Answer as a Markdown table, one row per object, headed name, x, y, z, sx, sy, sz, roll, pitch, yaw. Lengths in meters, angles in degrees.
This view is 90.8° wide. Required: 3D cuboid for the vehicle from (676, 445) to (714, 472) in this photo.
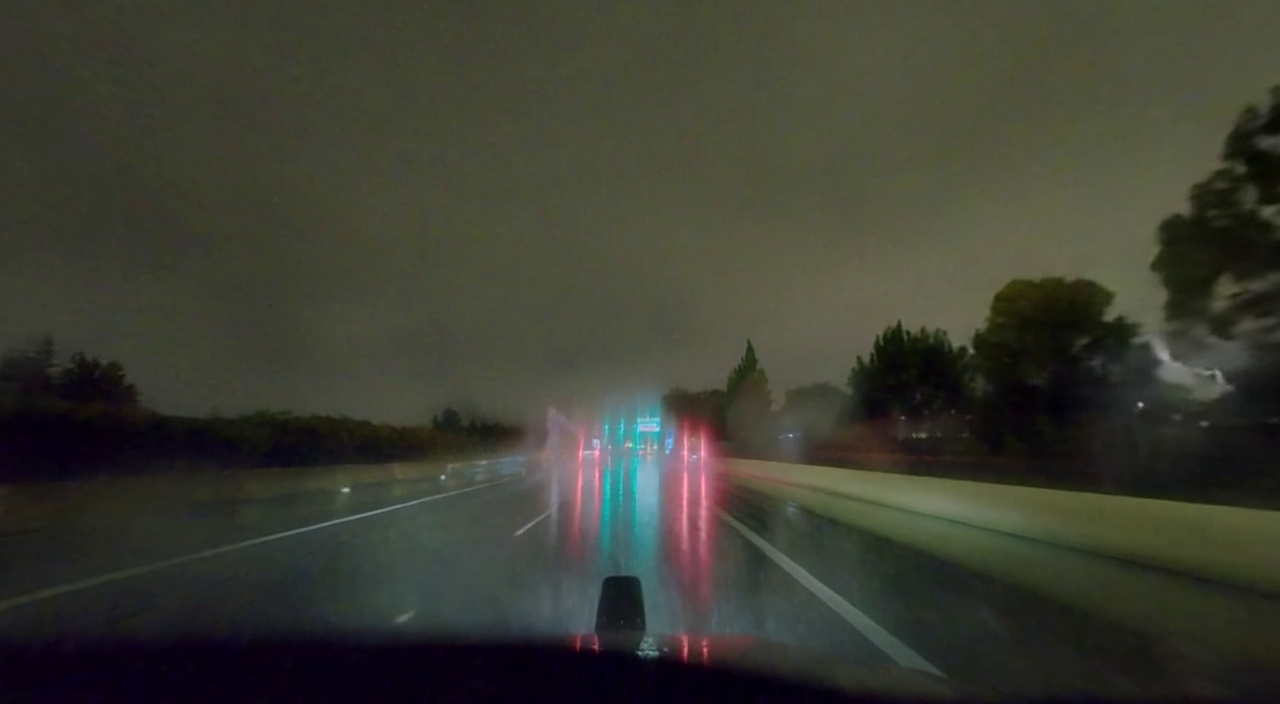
| name | x | y | z | sx | sy | sz | roll | pitch | yaw |
| --- | --- | --- | --- | --- | --- | --- | --- | --- | --- |
| vehicle | 3.766 | 7.416 | 44.064 | 2.133 | 1.746 | 4.511 | 0 | -9 | -1 |
